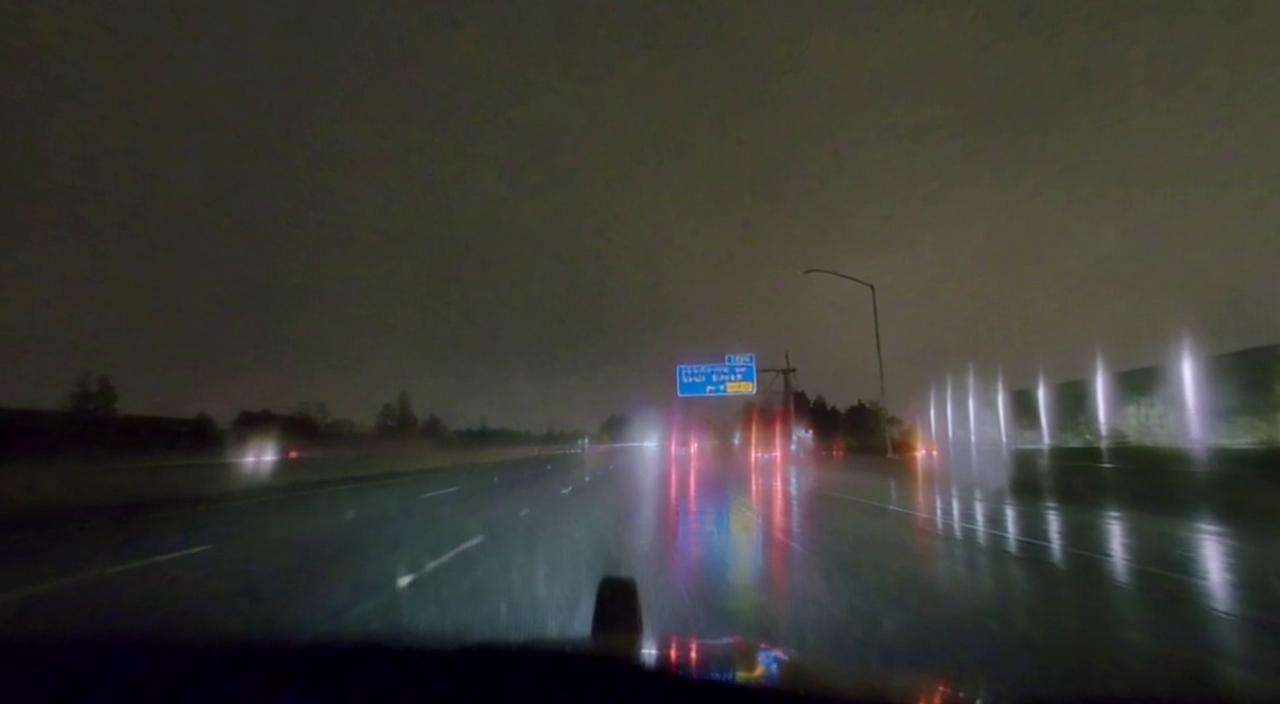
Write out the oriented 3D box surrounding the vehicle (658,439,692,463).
[{"bbox_3d":[2.589,7.419,47.500,2.224,1.738,4.376,0,-9,-1],"label":"vehicle"}]
